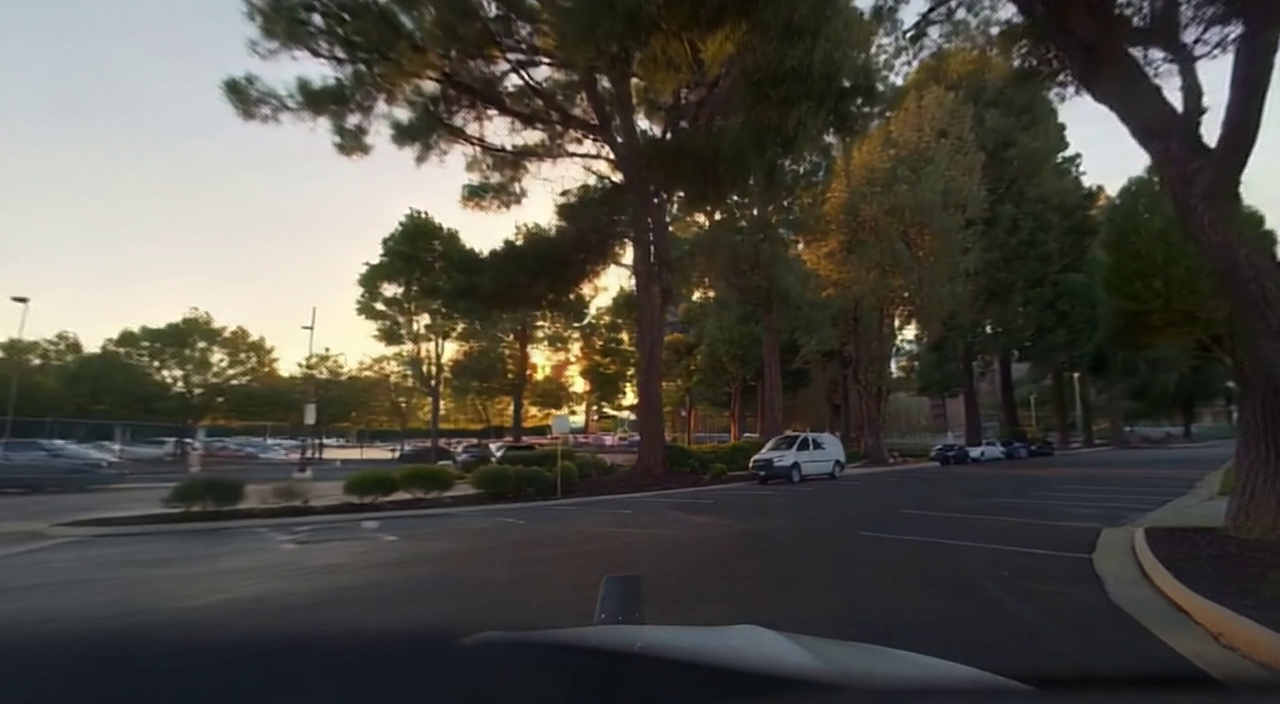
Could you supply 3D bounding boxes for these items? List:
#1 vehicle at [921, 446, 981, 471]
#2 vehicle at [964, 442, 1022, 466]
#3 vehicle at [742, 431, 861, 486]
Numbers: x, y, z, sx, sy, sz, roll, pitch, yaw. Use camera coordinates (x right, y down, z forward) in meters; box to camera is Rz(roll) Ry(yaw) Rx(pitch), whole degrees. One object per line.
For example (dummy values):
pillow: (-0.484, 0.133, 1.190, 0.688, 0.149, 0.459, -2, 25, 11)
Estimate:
vehicle: (19.290, 6.580, 39.170, 3.630, 1.191, 1.938, 6, -17, -42)
vehicle: (24.168, 6.961, 43.150, 4.383, 1.525, 2.038, 8, -12, -41)
vehicle: (7.301, 4.728, 28.266, 5.547, 2.193, 2.433, 8, -12, -42)
